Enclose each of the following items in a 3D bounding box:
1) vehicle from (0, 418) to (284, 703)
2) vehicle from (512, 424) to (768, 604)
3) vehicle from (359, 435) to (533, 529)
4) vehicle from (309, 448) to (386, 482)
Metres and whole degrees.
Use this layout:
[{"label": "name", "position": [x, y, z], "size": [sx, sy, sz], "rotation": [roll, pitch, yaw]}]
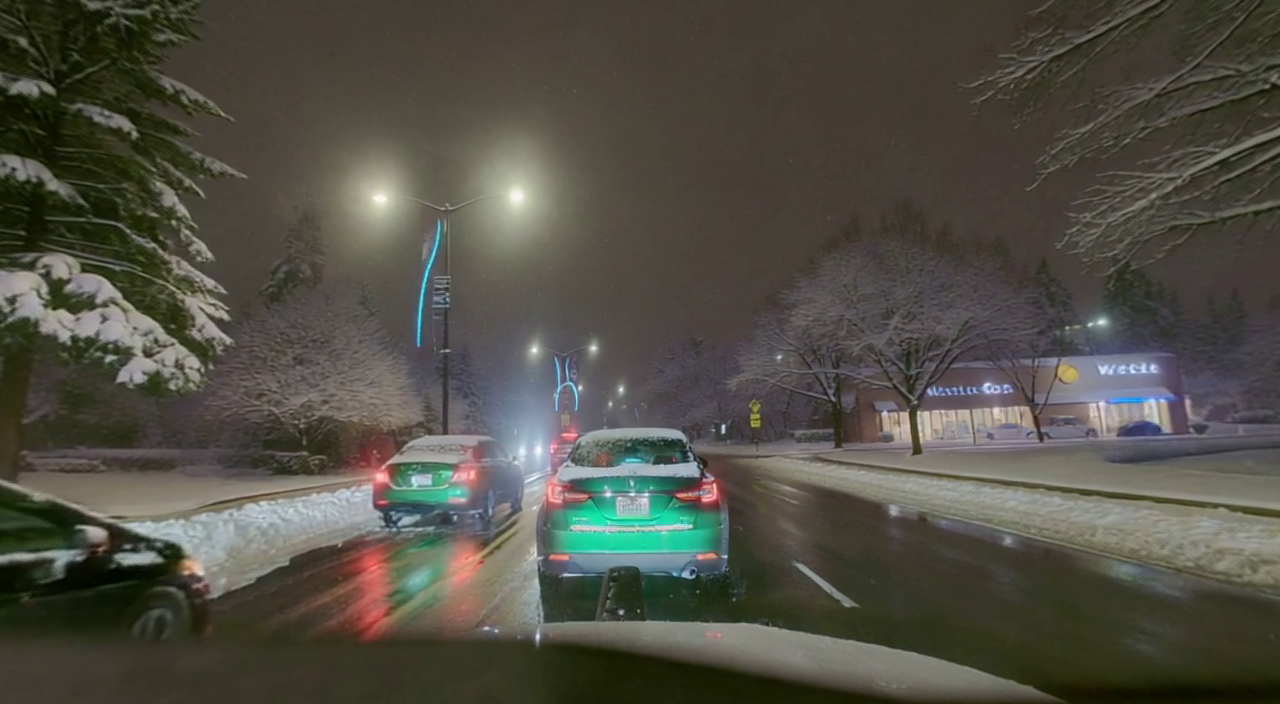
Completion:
[{"label": "vehicle", "position": [-3.330, 0.901, 1.864], "size": [1.952, 1.431, 4.383], "rotation": [0, -8, 1]}, {"label": "vehicle", "position": [-0.054, 1.640, 7.304], "size": [2.126, 1.475, 3.967], "rotation": [0, -8, -2]}, {"label": "vehicle", "position": [-3.484, 2.413, 12.392], "size": [1.961, 1.487, 4.453], "rotation": [0, -8, 1]}, {"label": "vehicle", "position": [-16.324, 6.310, 35.555], "size": [2.221, 1.732, 4.426], "rotation": [0, -8, -1]}]
